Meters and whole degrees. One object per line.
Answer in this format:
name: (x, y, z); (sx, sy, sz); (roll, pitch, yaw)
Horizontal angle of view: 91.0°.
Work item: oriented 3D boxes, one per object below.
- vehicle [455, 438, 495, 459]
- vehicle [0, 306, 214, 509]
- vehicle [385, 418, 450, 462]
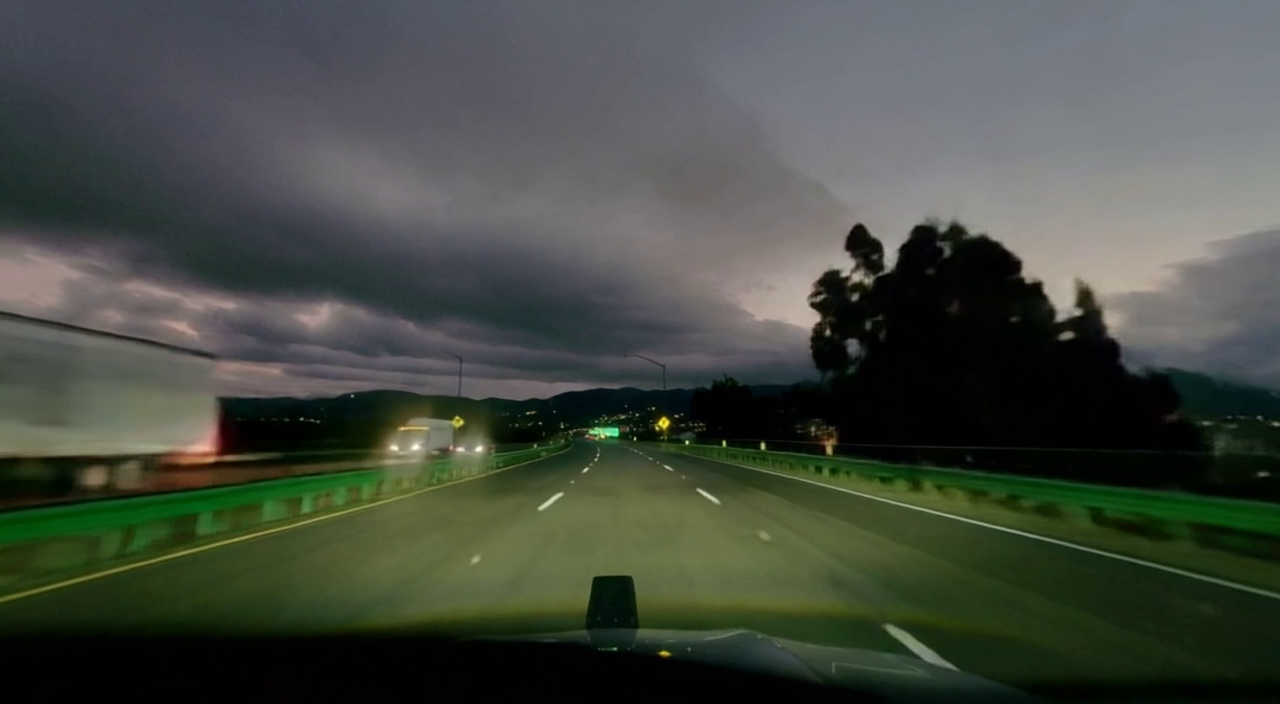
vehicle: (-12.104, 7.111, 46.494); (1.978, 1.484, 3.953); (0, -8, -2)
vehicle: (-14.519, 1.012, 11.935); (2.894, 4.120, 14.675); (0, -8, -1)
vehicle: (-15.335, 6.132, 43.859); (2.351, 2.742, 6.509); (0, -8, -2)
